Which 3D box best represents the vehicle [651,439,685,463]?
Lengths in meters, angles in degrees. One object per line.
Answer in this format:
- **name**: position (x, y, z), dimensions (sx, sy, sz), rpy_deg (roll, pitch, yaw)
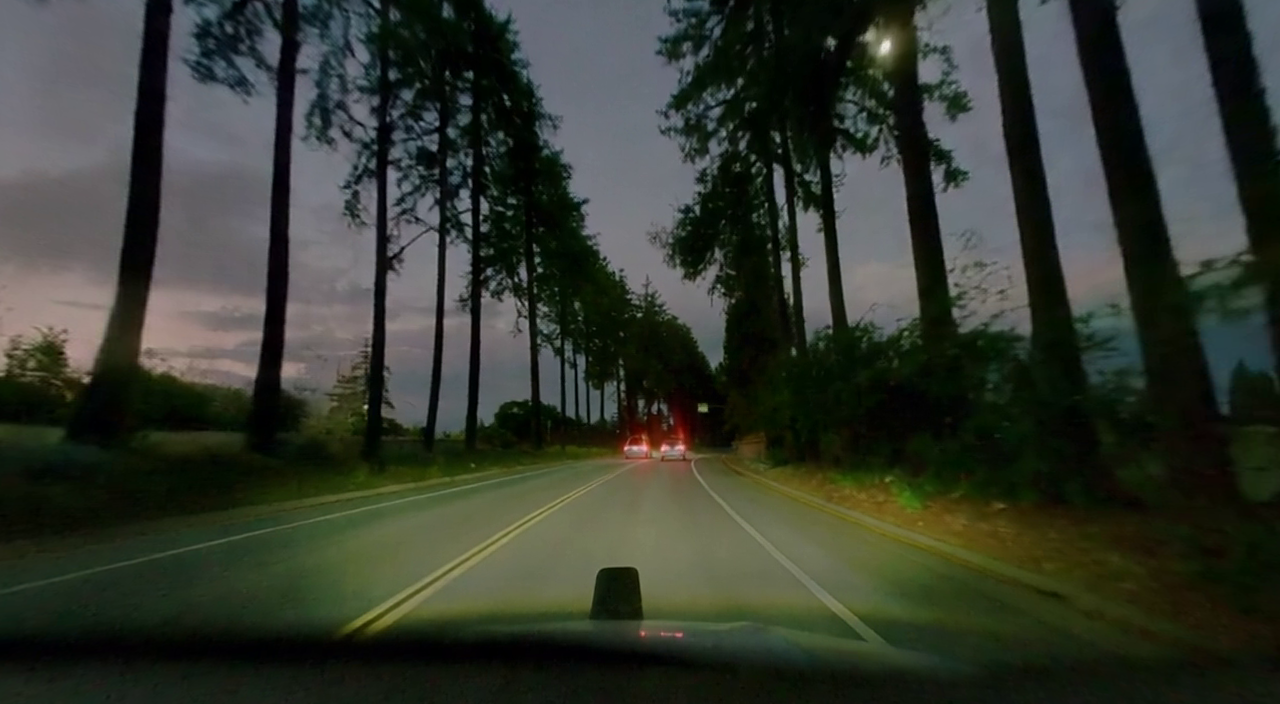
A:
- **vehicle**: position (1.857, 6.410, 40.935), dimensions (2.071, 1.474, 4.047), rpy_deg (-1, -8, 5)
